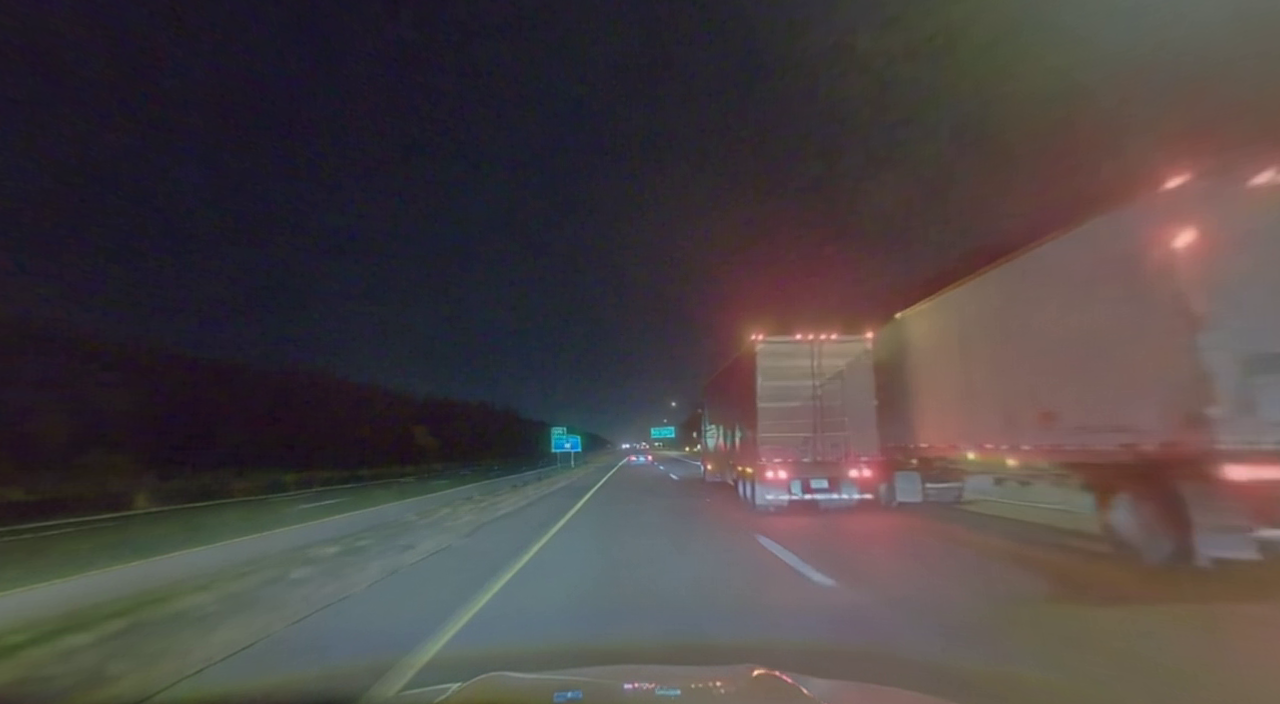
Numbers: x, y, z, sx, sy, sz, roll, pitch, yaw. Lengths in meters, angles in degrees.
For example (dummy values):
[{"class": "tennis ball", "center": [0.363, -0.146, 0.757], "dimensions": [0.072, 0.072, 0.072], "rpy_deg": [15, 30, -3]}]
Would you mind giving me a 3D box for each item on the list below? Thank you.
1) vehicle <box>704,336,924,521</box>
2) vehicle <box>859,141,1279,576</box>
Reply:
[{"class": "vehicle", "center": [3.515, 1.945, 15.203], "dimensions": [2.859, 3.332, 7.735], "rpy_deg": [0, -9, -2]}, {"class": "vehicle", "center": [7.922, 0.826, 11.441], "dimensions": [3.268, 4.172, 12.771], "rpy_deg": [-1, -8, 1]}]
